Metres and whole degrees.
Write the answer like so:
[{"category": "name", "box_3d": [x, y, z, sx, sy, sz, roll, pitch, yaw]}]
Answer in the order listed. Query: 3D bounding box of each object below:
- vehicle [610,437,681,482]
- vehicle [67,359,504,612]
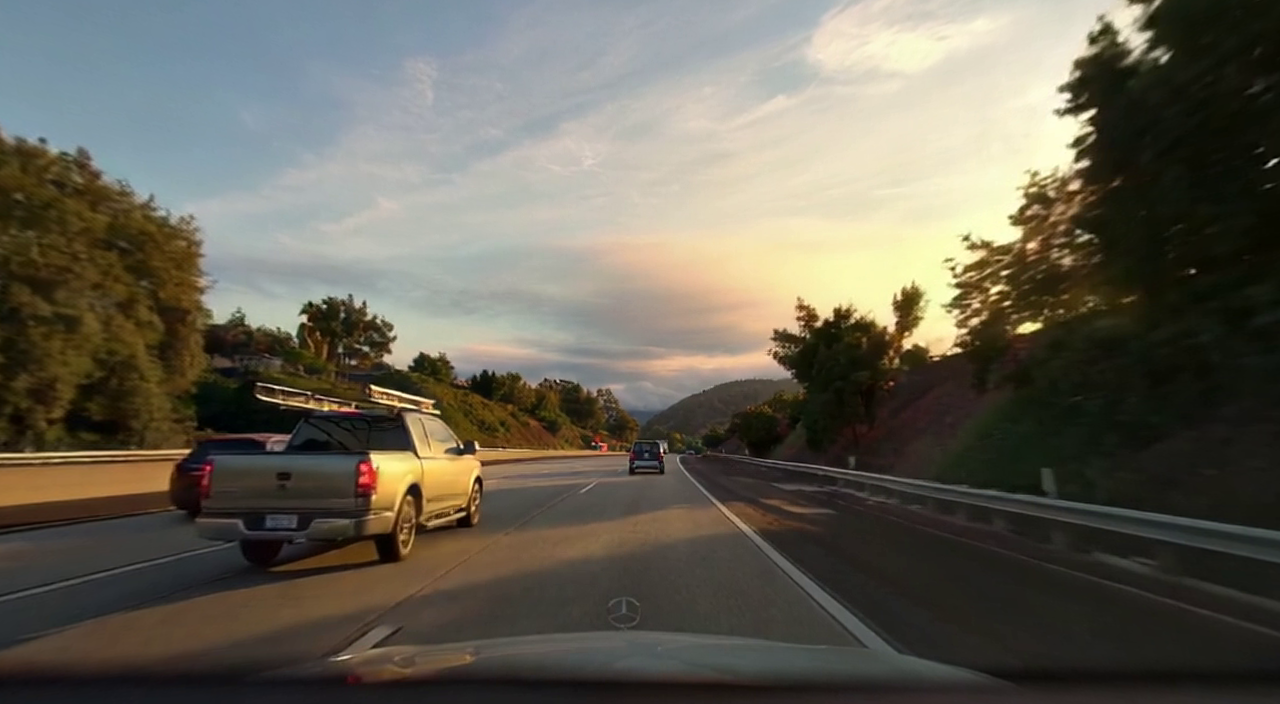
[{"category": "vehicle", "box_3d": [0.250, 4.492, 26.654, 2.715, 1.669, 5.163, 0, -9, 1]}, {"category": "vehicle", "box_3d": [-3.271, 1.393, 7.386, 2.250, 1.947, 4.860, 0, -9, 0]}]
